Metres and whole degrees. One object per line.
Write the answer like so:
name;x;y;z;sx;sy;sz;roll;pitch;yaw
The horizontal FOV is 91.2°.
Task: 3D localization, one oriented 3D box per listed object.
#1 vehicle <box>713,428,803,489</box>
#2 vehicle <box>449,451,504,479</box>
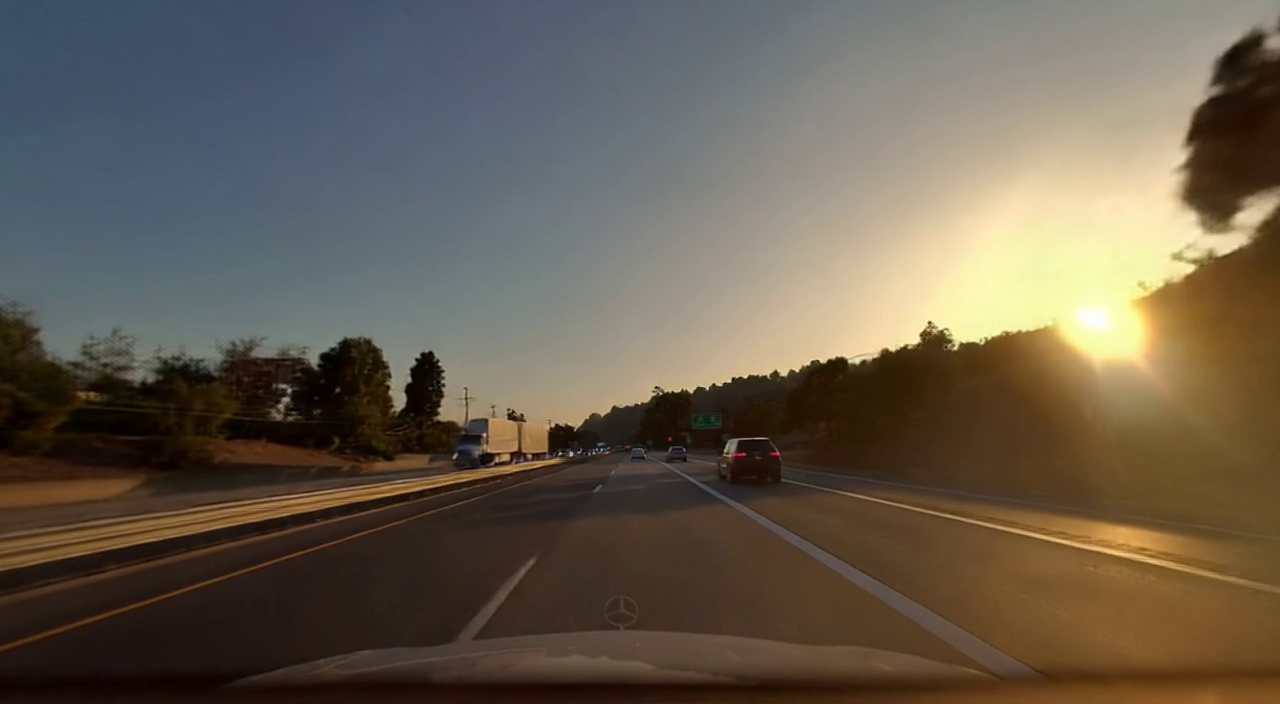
vehicle;4.038;3.790;22.488;2.177;1.914;5.245;0;-9;0
vehicle;-9.319;6.440;36.061;1.967;1.492;4.280;0;-9;0
